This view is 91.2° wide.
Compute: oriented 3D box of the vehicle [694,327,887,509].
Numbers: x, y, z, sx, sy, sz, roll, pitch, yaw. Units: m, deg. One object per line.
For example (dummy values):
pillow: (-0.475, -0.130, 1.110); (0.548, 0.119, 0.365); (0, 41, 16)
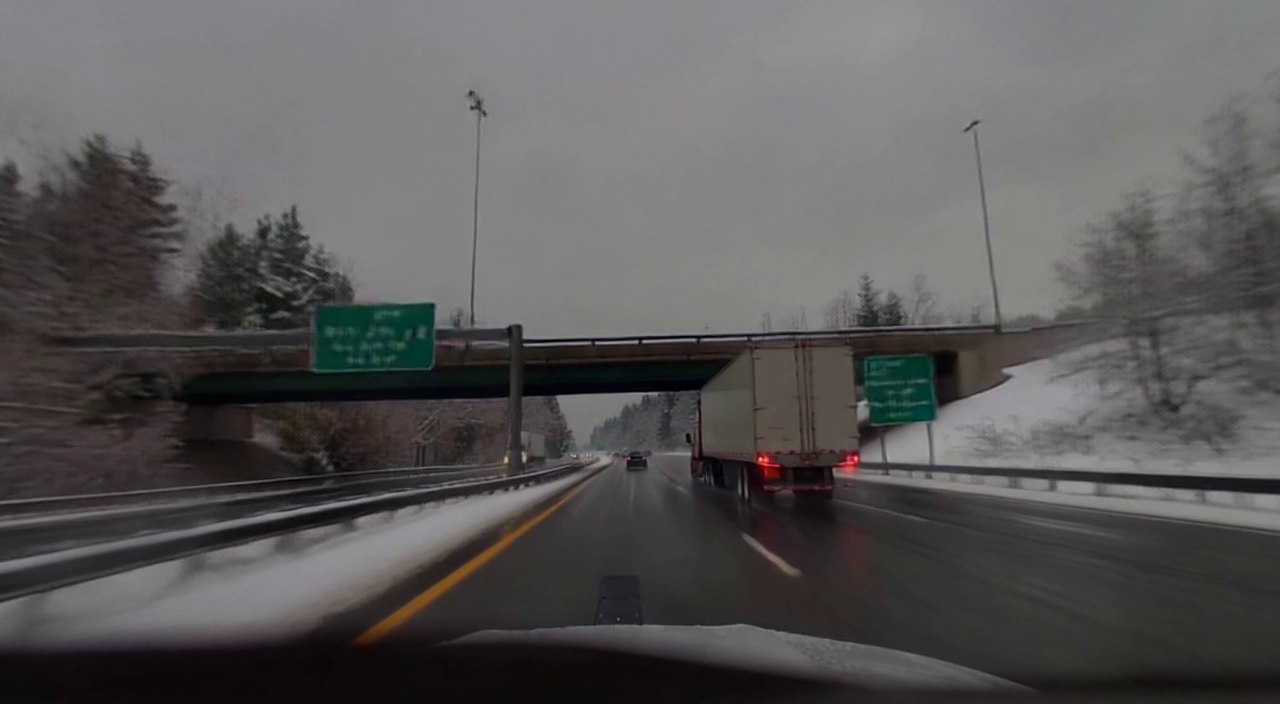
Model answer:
vehicle: (4.121, 2.659, 21.885); (2.956, 4.281, 14.327); (0, -9, -1)

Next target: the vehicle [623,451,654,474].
vehicle: (-0.111, 7.365, 42.051); (1.961, 1.454, 3.755); (0, -9, 0)
